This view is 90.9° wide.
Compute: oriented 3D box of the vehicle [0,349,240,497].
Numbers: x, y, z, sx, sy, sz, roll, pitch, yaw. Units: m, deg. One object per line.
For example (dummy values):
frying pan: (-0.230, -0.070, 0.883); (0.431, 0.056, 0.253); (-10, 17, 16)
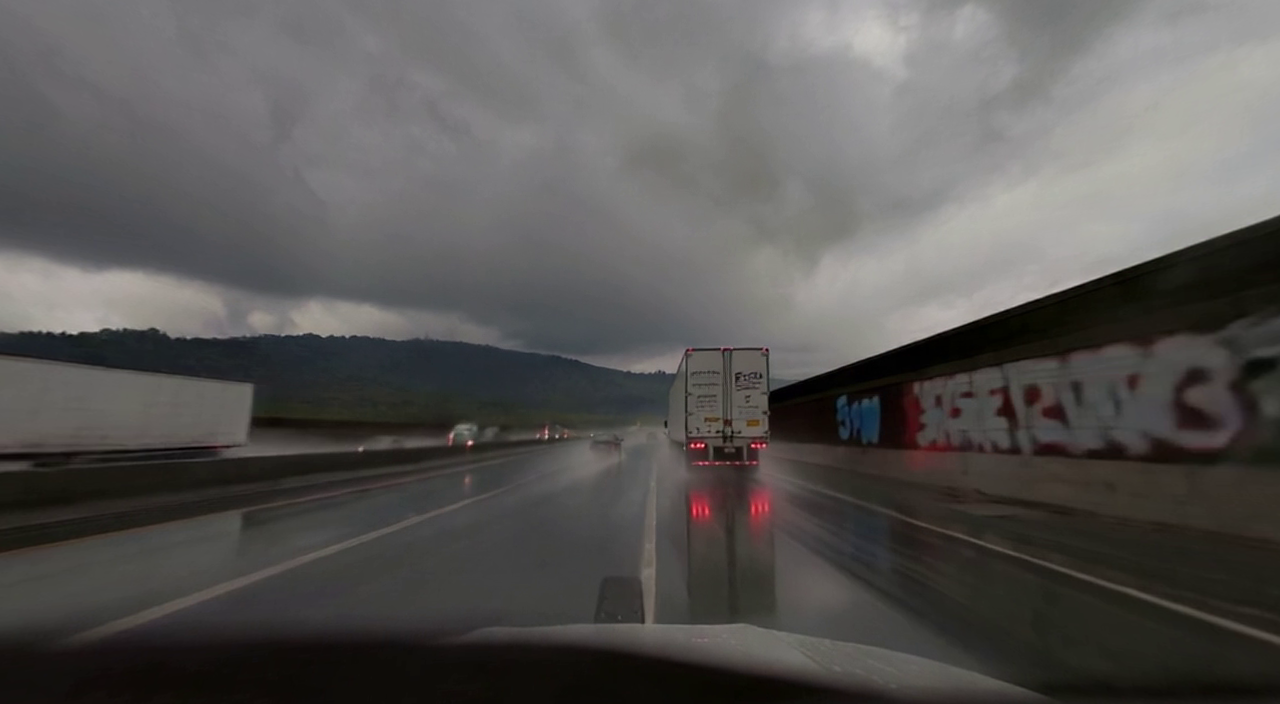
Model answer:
vehicle: (-20.279, 2.591, 22.411); (2.897, 4.330, 13.716); (0, -8, 1)

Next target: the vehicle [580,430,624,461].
vehicle: (-1.939, 4.948, 33.551); (1.982, 1.535, 4.519); (0, -8, 1)

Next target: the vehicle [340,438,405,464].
vehicle: (-15.985, 5.898, 37.935); (1.798, 1.440, 4.526); (0, -8, 1)

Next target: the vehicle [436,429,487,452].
vehicle: (-11.853, 5.899, 42.145); (1.938, 1.492, 4.559); (0, -8, 2)

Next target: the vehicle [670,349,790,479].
vehicle: (2.854, 2.486, 23.697); (2.921, 3.765, 10.773); (0, -8, 0)
